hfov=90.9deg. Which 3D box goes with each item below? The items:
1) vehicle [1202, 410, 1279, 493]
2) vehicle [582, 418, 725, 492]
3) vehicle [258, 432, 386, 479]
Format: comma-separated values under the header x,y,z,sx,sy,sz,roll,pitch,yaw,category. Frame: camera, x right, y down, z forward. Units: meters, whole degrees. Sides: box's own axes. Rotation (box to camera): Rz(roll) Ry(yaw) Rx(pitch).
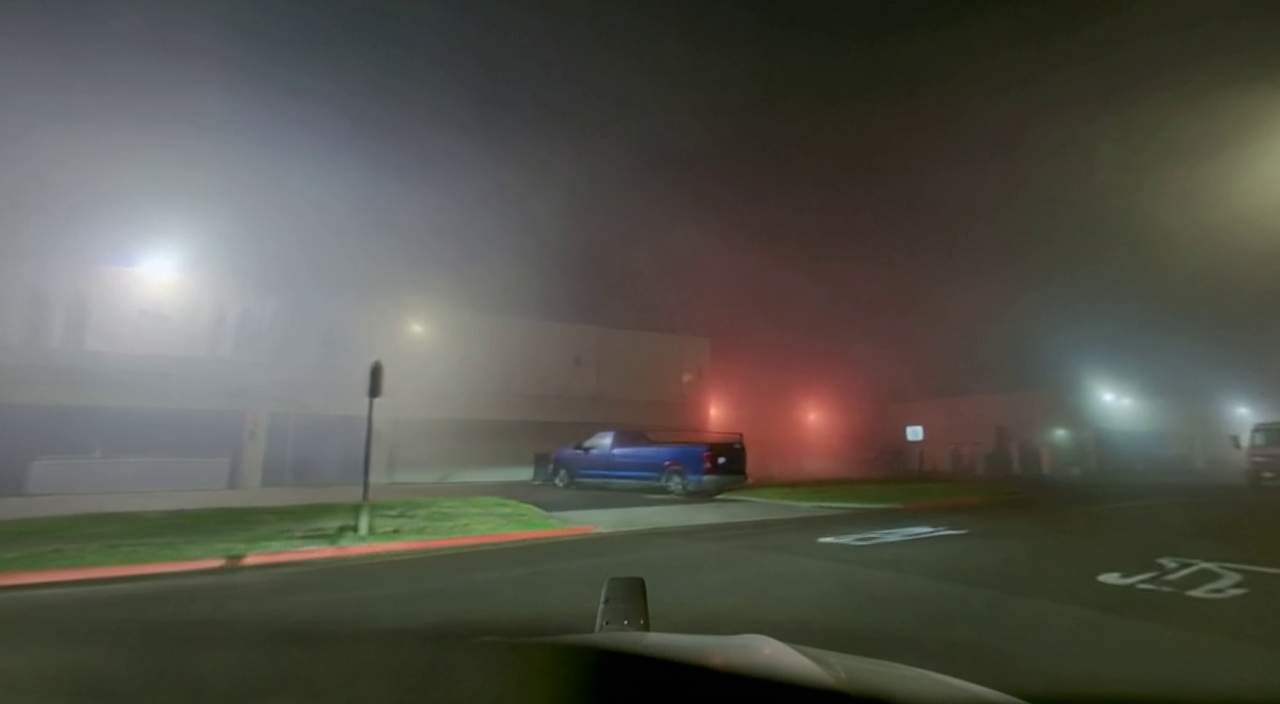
x,y,z,sx,sy,sz,roll,pitch,yaw,category
35.351,5.510,35.324,7.722,4.217,3.111,4,-10,-30,vehicle
0.737,4.727,28.626,6.271,3.004,2.298,8,-12,-34,vehicle
-15.380,4.973,30.610,5.207,2.103,1.997,5,-10,-34,vehicle
